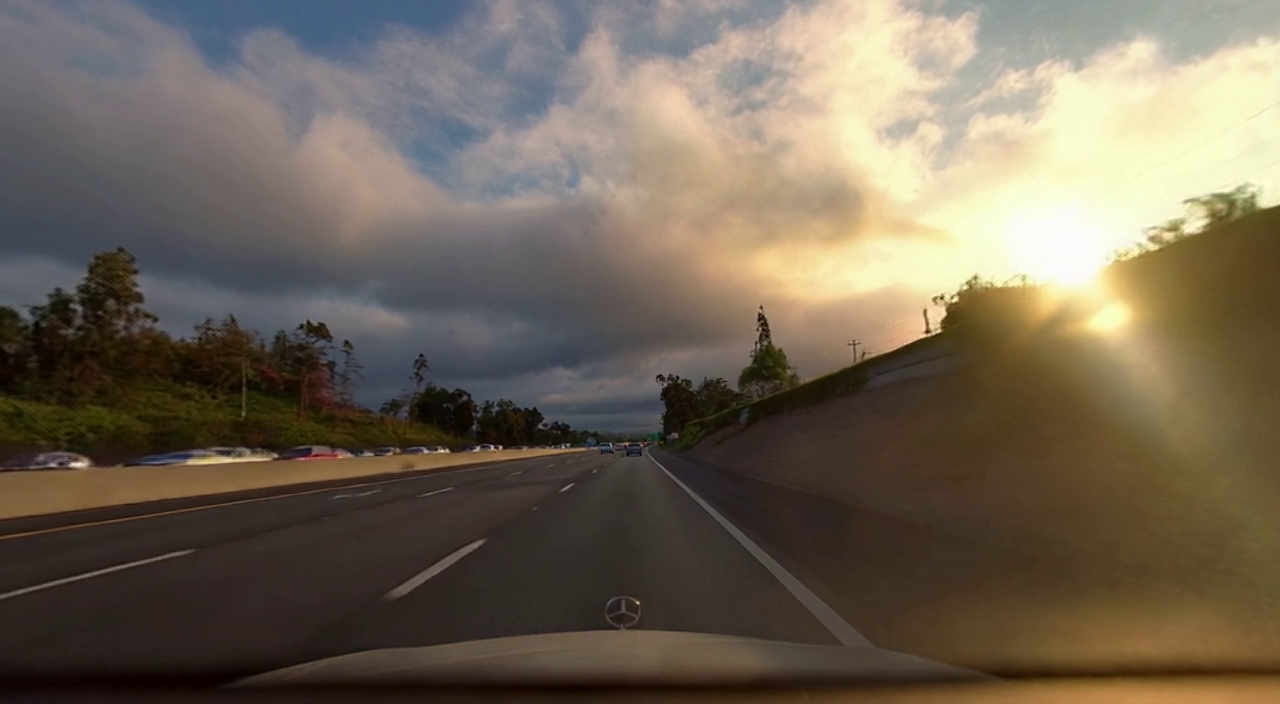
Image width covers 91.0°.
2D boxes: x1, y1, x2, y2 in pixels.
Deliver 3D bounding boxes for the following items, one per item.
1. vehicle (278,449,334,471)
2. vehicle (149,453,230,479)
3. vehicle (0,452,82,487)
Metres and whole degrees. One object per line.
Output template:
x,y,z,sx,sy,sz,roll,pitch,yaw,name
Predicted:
-26.160,8.460,49.507,1.899,1.662,4.476,0,-9,1,vehicle
-30.002,7.581,42.130,1.952,1.600,4.623,0,-9,0,vehicle
-33.930,6.417,34.770,1.972,1.772,4.648,0,-9,0,vehicle
